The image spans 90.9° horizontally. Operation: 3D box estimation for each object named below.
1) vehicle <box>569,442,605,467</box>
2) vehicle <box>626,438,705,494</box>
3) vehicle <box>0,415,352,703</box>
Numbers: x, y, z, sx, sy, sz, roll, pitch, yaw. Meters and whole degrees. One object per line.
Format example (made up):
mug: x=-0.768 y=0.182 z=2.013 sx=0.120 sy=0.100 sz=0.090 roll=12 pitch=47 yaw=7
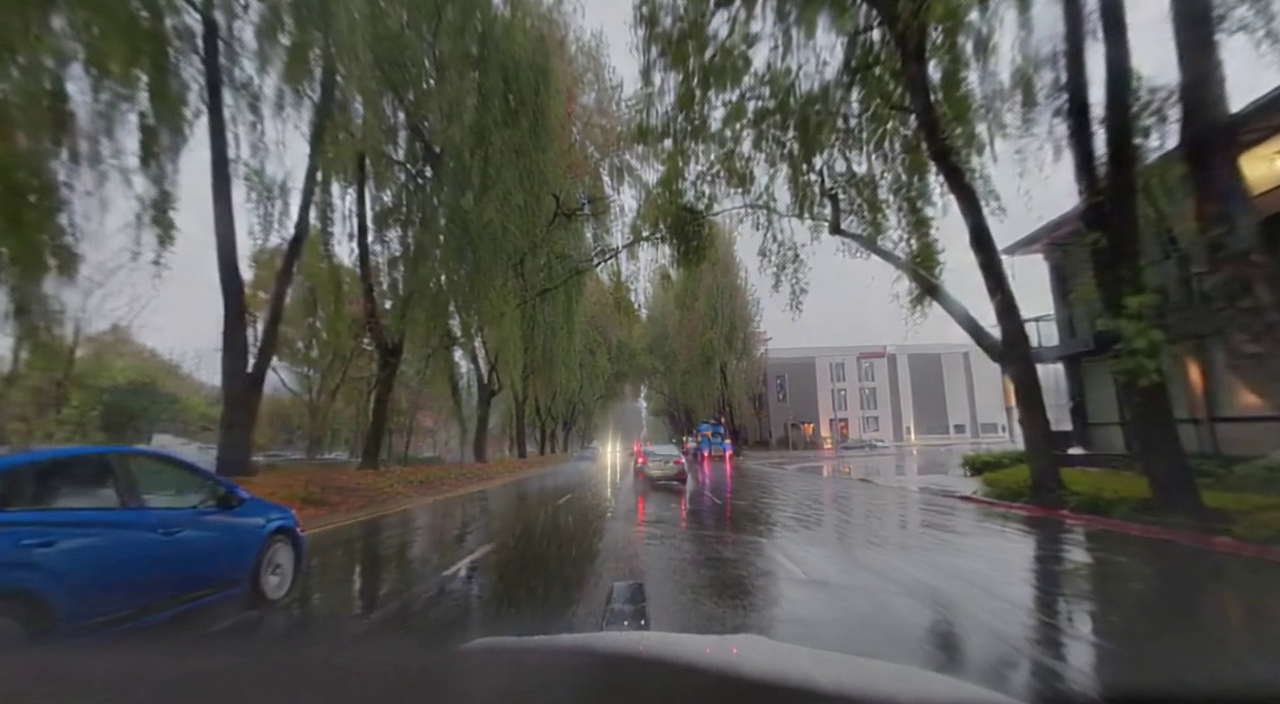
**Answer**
vehicle: x=-3.594 y=7.052 z=43.554 sx=2.062 sy=1.641 sz=4.193 roll=0 pitch=-9 yaw=1
vehicle: x=0.657 y=3.312 z=18.656 sx=2.086 sy=1.466 sz=4.026 roll=0 pitch=-8 yaw=-1
vehicle: x=-4.048 y=1.248 z=4.138 sx=2.003 sy=1.507 sz=4.808 roll=-1 pitch=-9 yaw=1
